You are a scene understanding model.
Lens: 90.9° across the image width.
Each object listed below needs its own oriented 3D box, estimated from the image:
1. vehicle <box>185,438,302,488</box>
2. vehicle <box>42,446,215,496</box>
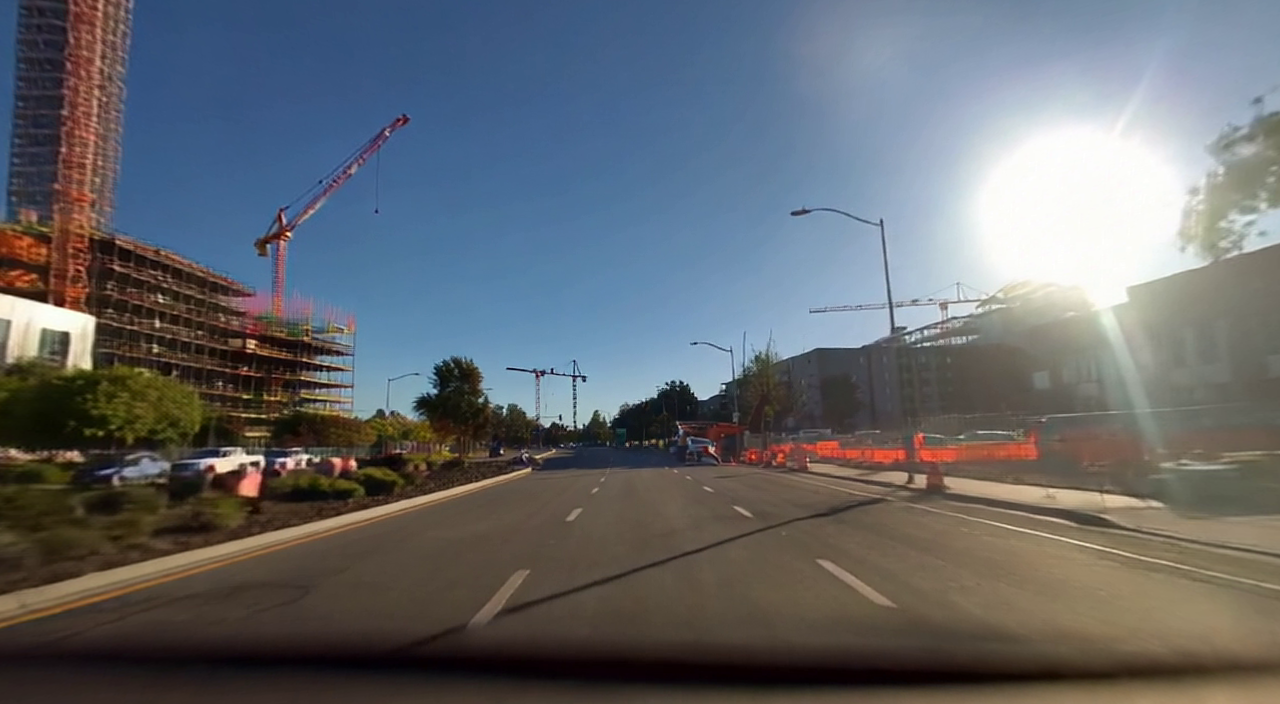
[{"bbox_3d":[-18.111,5.045,29.166,2.286,2.069,5.077,0,-8,-3],"label":"vehicle"},{"bbox_3d":[-21.825,5.044,27.361,2.328,1.918,5.628,-1,-9,7],"label":"vehicle"}]
